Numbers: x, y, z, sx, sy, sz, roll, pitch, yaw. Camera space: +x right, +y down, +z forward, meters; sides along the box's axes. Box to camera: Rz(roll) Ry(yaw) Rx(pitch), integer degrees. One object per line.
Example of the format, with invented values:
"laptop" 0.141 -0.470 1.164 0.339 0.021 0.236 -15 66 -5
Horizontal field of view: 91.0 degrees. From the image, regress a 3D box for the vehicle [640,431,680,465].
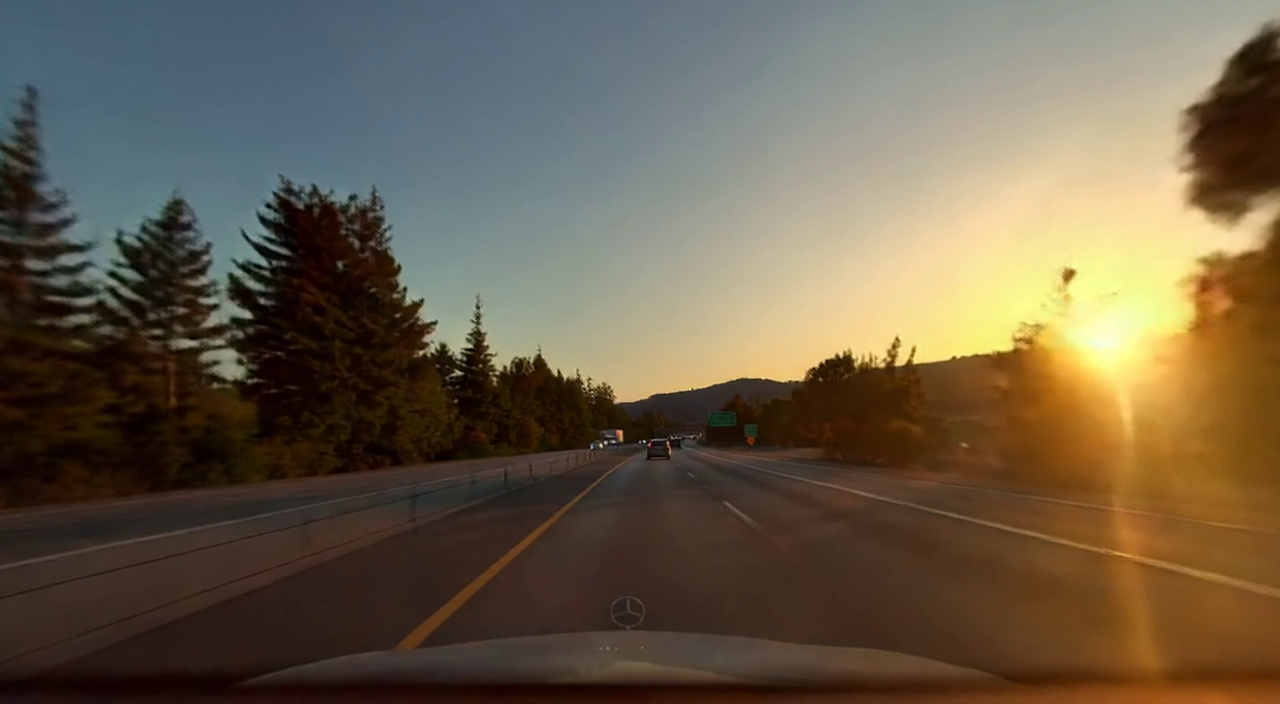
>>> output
"vehicle" 1.224 5.930 38.922 2.301 1.944 4.554 0 -8 2
